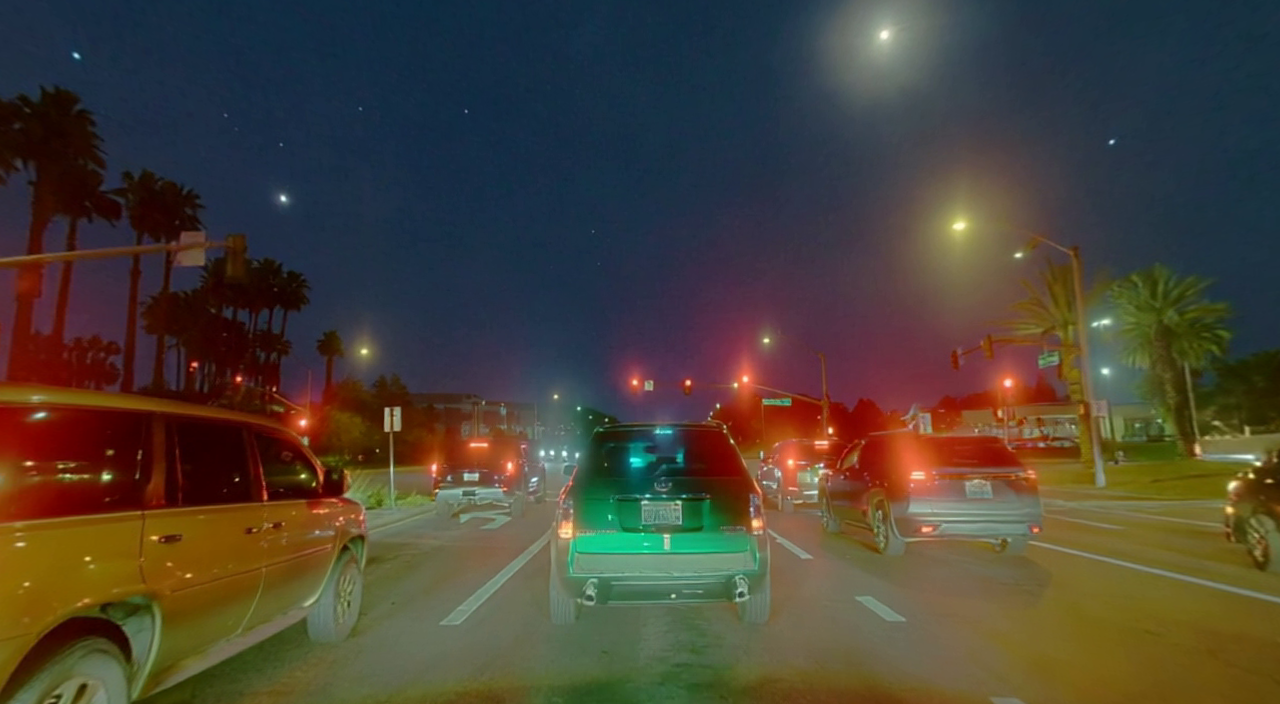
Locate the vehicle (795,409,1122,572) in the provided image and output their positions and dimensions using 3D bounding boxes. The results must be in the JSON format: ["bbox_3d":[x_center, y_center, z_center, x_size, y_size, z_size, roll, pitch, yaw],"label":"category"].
[{"bbox_3d":[4.010,1.850,9.273,2.072,1.704,5.170,0,-9,-1],"label":"vehicle"}]

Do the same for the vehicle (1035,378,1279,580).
[{"bbox_3d":[7.325,1.343,6.842,2.337,1.925,5.728,0,-8,1],"label":"vehicle"}]

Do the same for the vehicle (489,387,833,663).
[{"bbox_3d":[0.164,1.376,6.036,2.123,1.704,4.128,0,-9,1],"label":"vehicle"}]

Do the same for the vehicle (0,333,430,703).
[{"bbox_3d":[-3.163,1.080,3.915,2.171,1.702,4.416,0,-9,0],"label":"vehicle"}]
